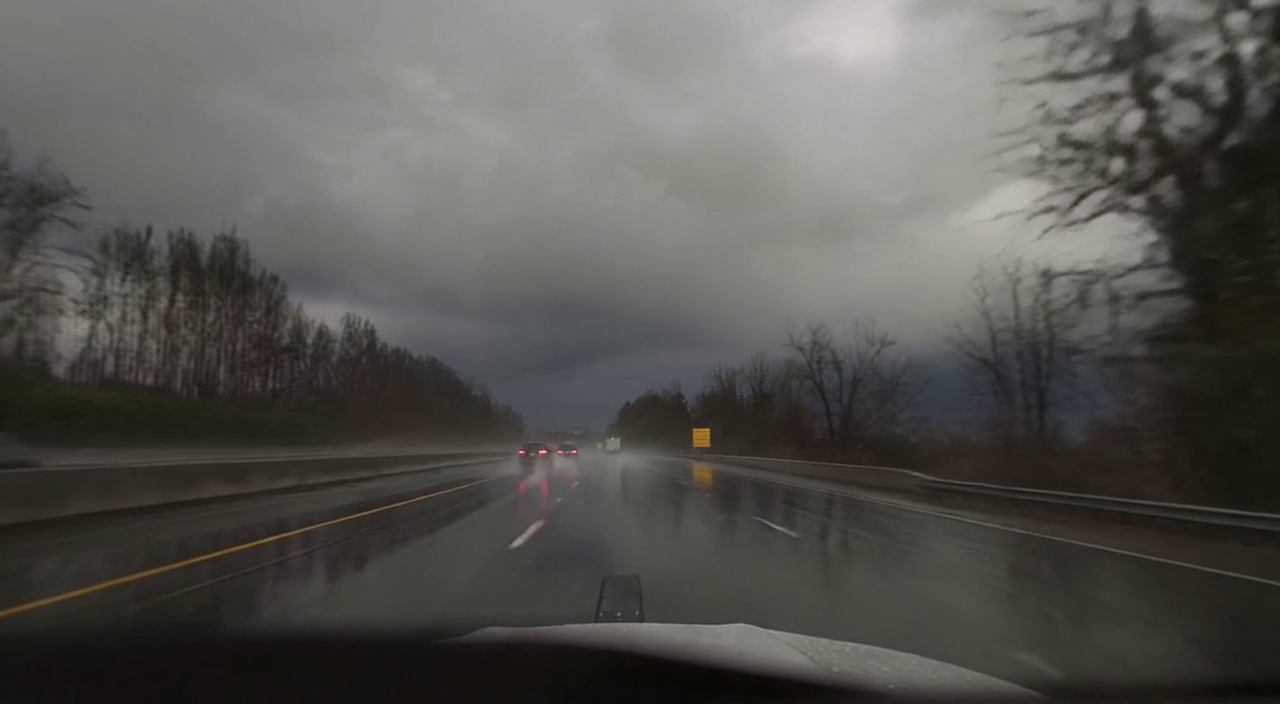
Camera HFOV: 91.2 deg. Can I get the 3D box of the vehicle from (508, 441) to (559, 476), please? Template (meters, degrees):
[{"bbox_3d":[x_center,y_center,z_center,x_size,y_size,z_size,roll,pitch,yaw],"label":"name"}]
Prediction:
[{"bbox_3d":[-5.508,5.564,32.941,2.151,1.693,4.201,0,-9,-2],"label":"vehicle"}]
